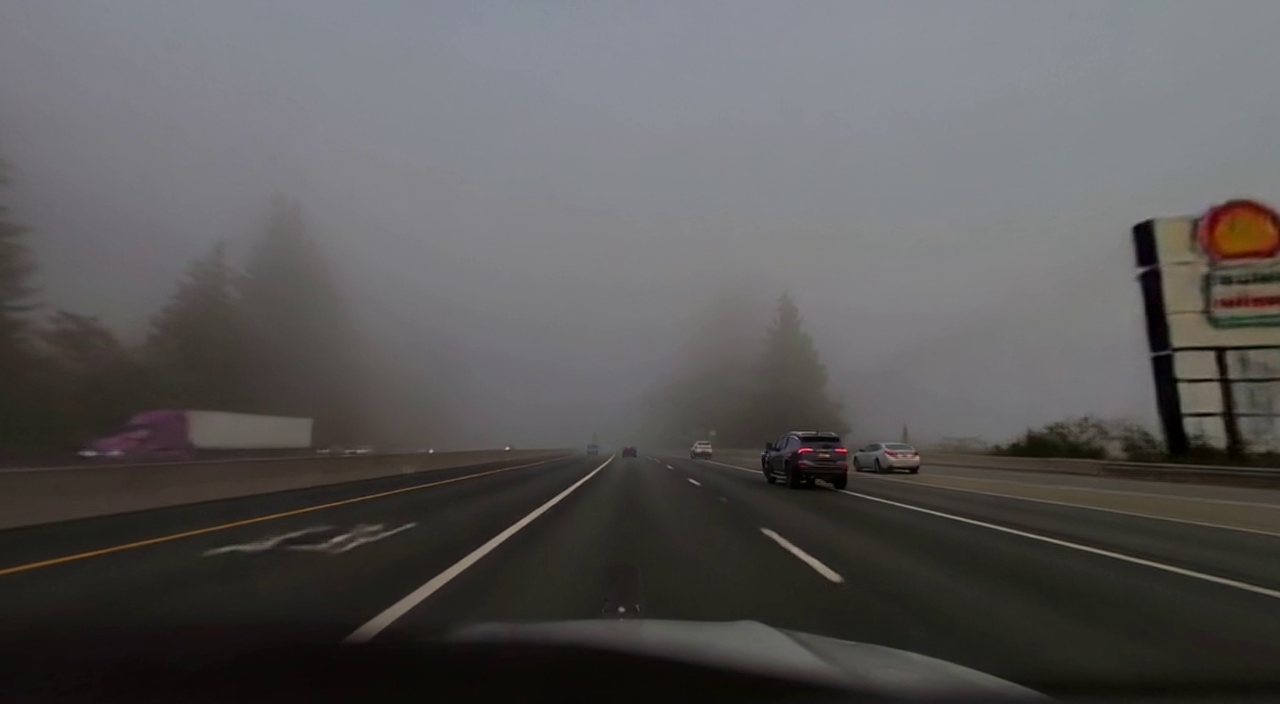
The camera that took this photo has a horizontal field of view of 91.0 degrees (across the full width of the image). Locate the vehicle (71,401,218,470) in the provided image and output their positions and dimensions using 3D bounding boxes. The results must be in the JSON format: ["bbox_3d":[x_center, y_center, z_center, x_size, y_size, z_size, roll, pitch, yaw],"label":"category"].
[{"bbox_3d":[-32.233,5.569,41.546,3.052,4.072,8.144,0,-8,-2],"label":"vehicle"}]

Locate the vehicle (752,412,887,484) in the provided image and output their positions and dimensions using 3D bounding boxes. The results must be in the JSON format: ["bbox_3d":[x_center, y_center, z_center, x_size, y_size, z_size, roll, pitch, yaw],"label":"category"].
[{"bbox_3d":[6.608,3.741,24.720,2.779,2.339,8.073,0,-8,-1],"label":"vehicle"}]

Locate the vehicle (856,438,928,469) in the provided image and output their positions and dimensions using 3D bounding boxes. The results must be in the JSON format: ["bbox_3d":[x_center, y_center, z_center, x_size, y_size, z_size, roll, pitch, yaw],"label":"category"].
[{"bbox_3d":[13.907,5.632,35.074,2.072,1.611,4.387,0,-8,-2],"label":"vehicle"}]
